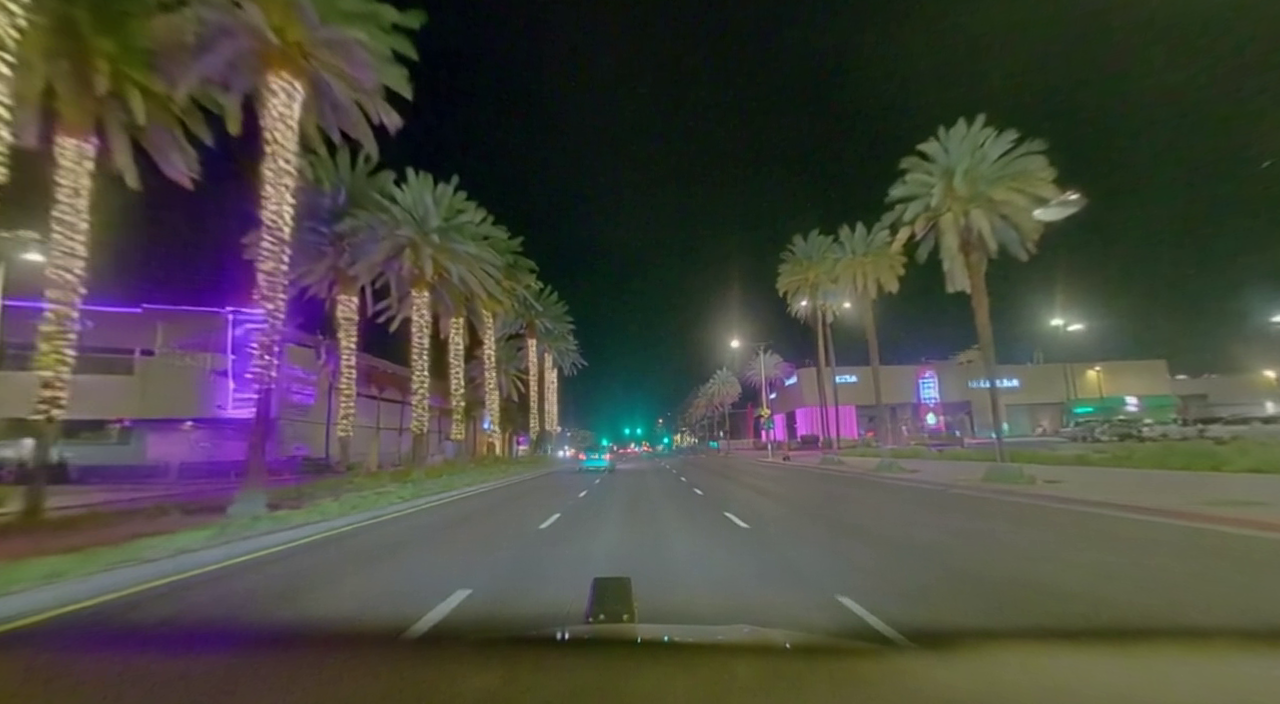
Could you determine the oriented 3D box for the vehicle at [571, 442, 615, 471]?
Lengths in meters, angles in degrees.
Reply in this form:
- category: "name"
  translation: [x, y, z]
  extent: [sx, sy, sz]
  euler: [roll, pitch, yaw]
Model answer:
- category: "vehicle"
  translation: [-2.796, 6.375, 38.725]
  extent: [2.160, 1.615, 4.117]
  euler: [-1, -9, 3]
